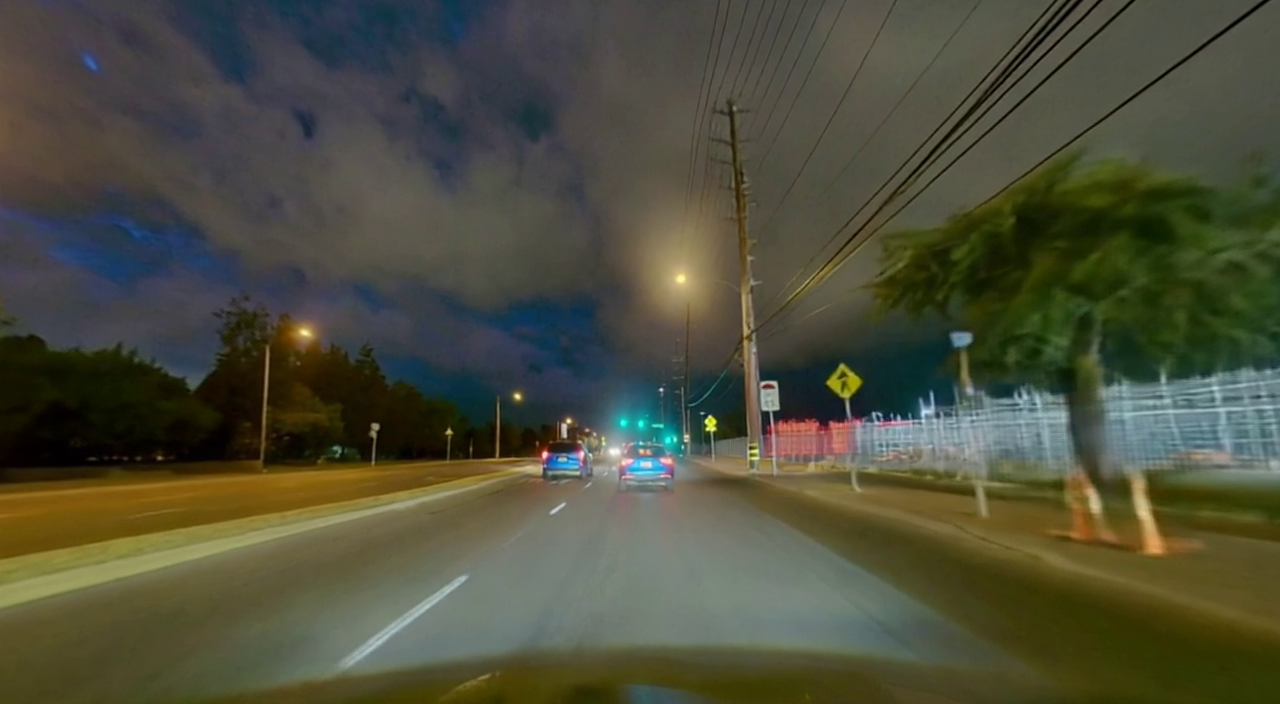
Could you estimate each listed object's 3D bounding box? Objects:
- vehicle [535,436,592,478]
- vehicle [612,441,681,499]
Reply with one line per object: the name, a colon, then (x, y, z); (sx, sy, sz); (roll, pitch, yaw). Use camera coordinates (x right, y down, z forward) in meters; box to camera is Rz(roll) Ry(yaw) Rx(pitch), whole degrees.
vehicle: (-3.525, 4.920, 29.751); (2.078, 1.804, 4.387); (0, -8, 1)
vehicle: (0.185, 3.771, 20.575); (2.059, 1.691, 3.980); (0, -8, 0)
